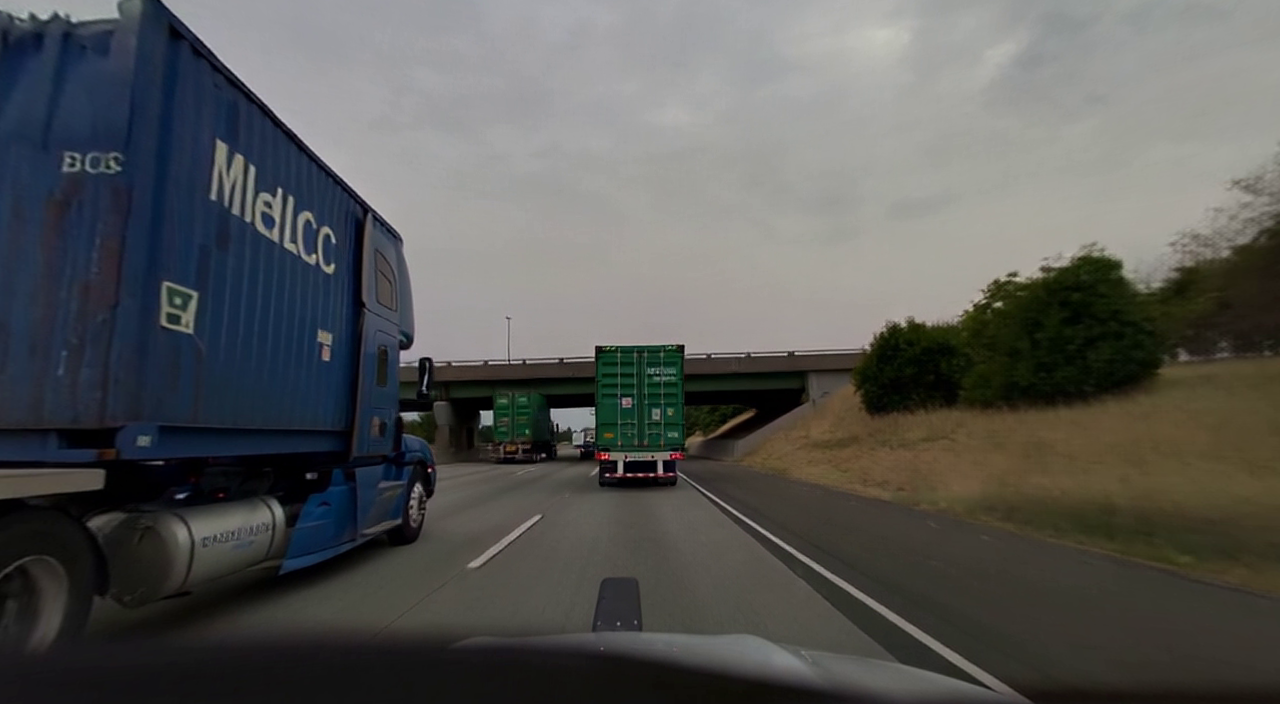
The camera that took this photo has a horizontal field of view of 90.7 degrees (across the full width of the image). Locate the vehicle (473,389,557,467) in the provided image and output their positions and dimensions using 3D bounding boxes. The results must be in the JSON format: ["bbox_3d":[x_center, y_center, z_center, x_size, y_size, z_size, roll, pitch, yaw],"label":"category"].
[{"bbox_3d":[-7.418,4.912,39.680,3.023,4.139,11.860,0,-9,-1],"label":"vehicle"}]

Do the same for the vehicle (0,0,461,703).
[{"bbox_3d":[-3.508,-0.149,3.210,3.187,3.949,6.963,0,-9,-1],"label":"vehicle"}]

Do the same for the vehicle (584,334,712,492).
[{"bbox_3d":[0.066,2.140,20.627,3.357,4.212,7.519,0,-9,-2],"label":"vehicle"}]
